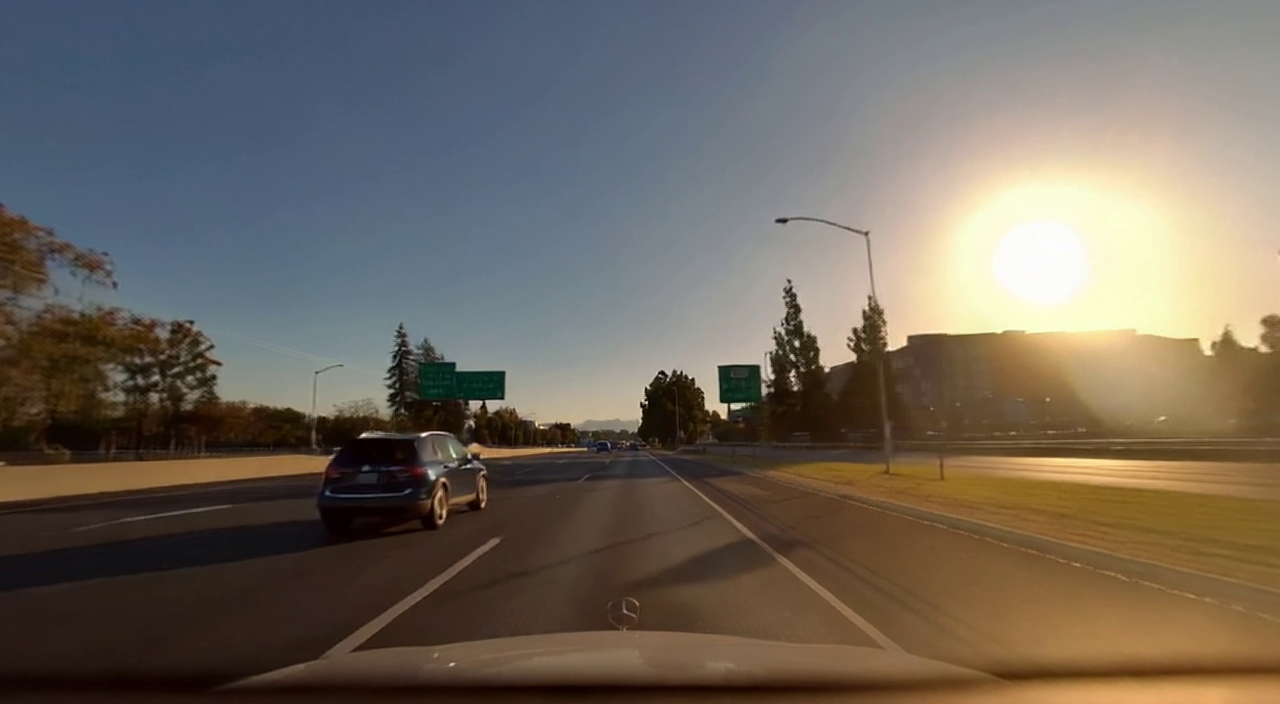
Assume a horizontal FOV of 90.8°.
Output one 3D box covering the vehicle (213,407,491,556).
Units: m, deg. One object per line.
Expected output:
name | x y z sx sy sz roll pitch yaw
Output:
vehicle | -4.006 1.884 9.961 2.150 1.761 4.697 0 -8 0
